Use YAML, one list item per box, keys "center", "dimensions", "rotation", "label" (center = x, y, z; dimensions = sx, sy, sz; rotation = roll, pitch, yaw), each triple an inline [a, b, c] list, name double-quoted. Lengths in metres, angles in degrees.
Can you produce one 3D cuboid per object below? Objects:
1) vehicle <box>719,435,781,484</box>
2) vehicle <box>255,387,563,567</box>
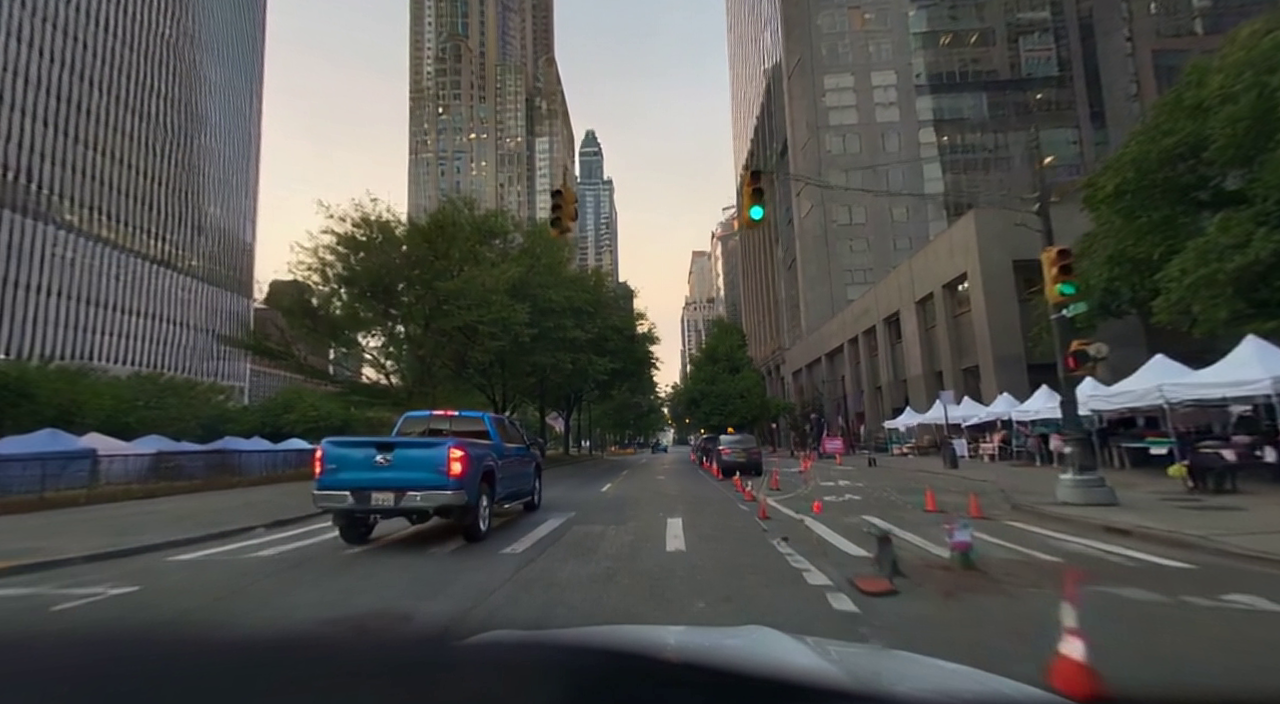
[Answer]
- center: [3.933, 3.880, 23.106]
  dimensions: [2.023, 1.607, 4.225]
  rotation: [-1, -8, 7]
  label: "vehicle"
- center: [-2.895, 1.780, 9.805]
  dimensions: [2.452, 1.954, 5.653]
  rotation: [-1, -8, 2]
  label: "vehicle"
